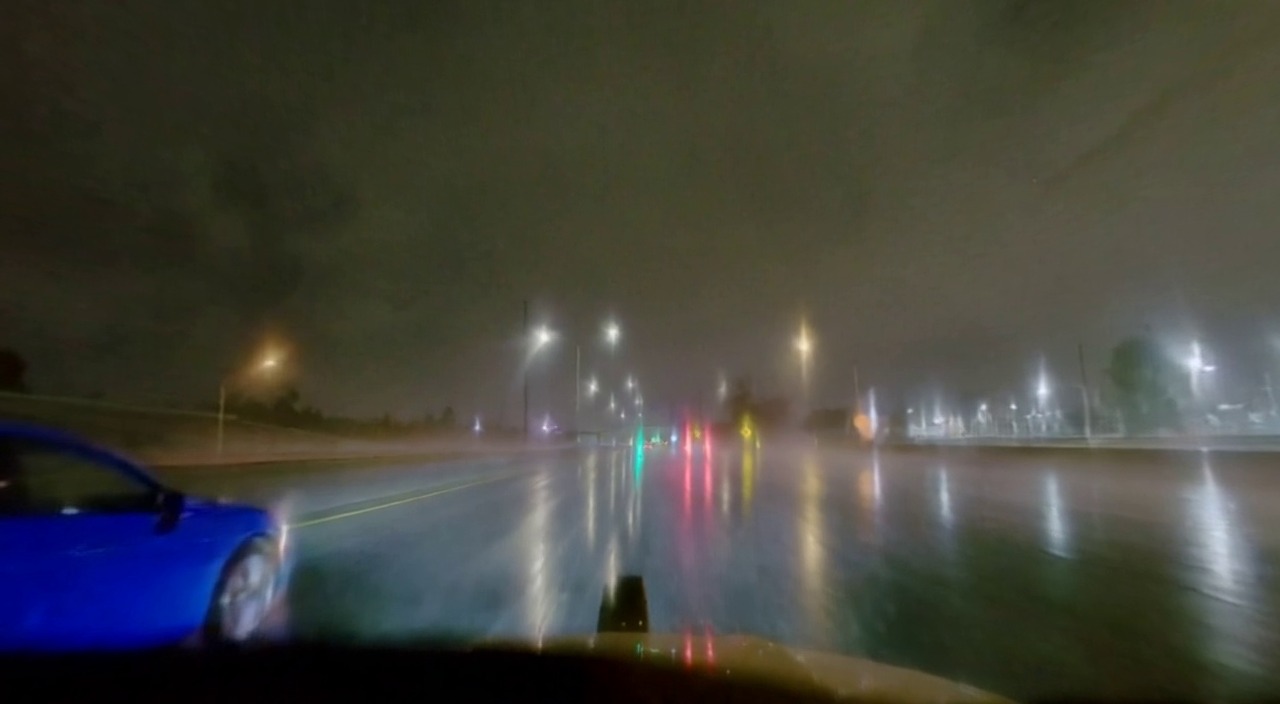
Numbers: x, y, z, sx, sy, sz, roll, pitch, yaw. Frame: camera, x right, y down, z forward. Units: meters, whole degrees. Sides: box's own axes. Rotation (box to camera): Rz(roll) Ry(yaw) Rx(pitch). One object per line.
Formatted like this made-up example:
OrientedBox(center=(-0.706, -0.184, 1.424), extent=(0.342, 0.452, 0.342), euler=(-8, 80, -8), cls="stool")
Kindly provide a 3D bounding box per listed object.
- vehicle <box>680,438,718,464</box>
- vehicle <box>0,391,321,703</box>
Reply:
OrientedBox(center=(3.657, 6.238, 39.824), extent=(1.949, 1.515, 4.374), euler=(0, -8, -1), cls="vehicle")
OrientedBox(center=(-3.464, 0.900, 2.380), extent=(1.979, 1.505, 4.705), euler=(0, -8, 1), cls="vehicle")
